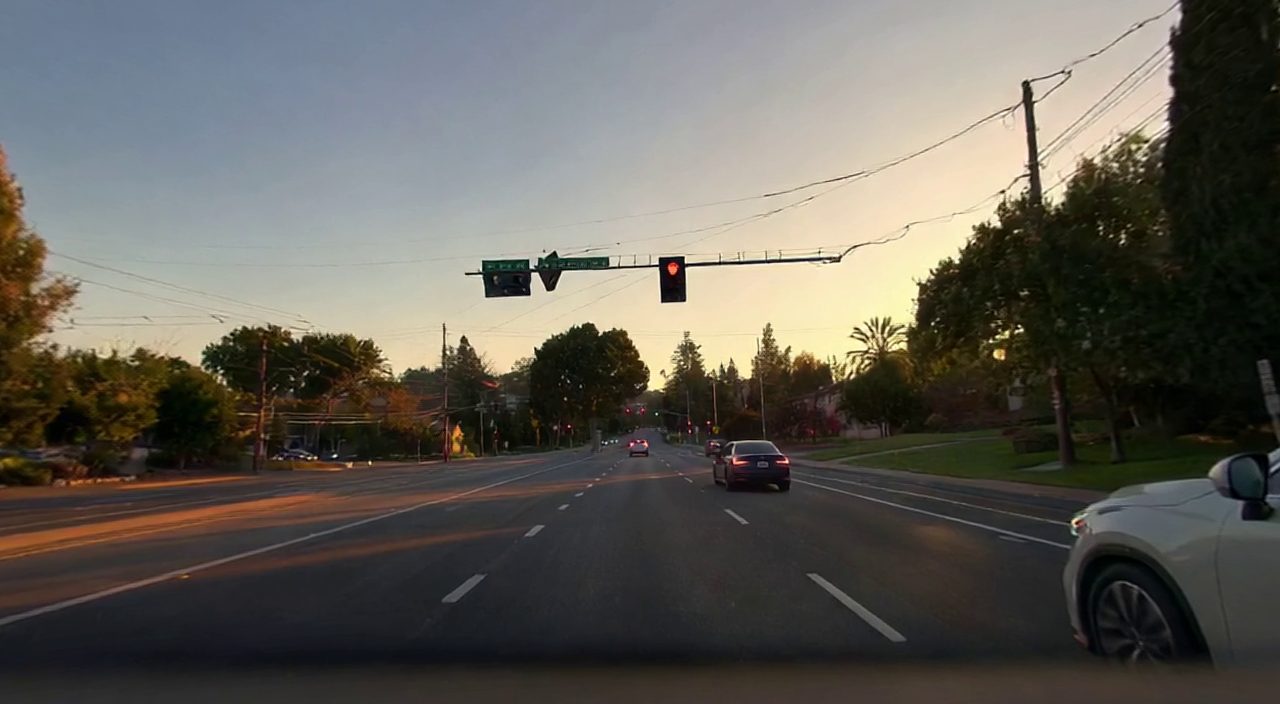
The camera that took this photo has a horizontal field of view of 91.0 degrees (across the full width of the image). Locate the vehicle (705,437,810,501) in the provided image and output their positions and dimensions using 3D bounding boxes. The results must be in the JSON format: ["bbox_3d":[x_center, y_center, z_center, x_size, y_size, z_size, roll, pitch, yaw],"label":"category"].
[{"bbox_3d":[2.907,2.994,16.536,1.889,1.451,4.180,0,-9,-1],"label":"vehicle"}]

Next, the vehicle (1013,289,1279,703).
[{"bbox_3d":[3.049,0.541,0.960,2.129,1.761,4.610,0,-9,1],"label":"vehicle"}]
